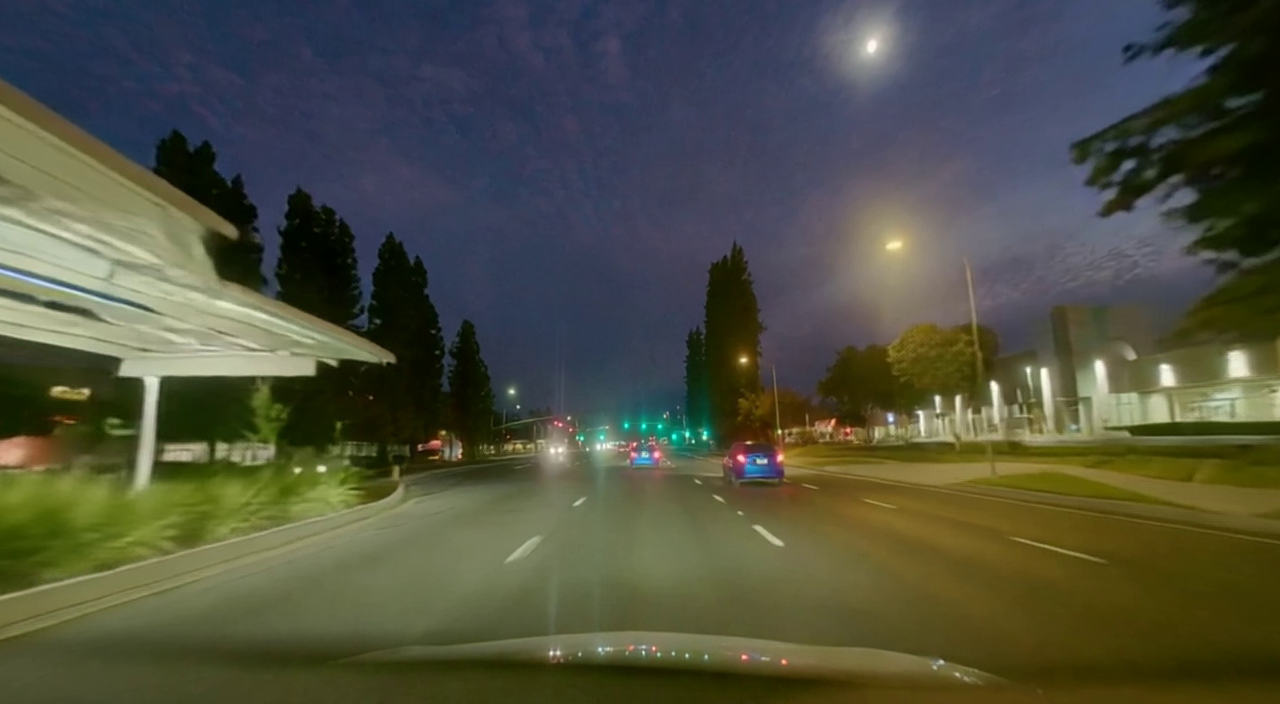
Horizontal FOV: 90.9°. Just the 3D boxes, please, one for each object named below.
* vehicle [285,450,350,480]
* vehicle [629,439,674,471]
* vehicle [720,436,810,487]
[{"bbox_3d":[-21.010,7.342,41.218,1.921,1.728,4.364,-1,-8,0],"label":"vehicle"},{"bbox_3d":[0.548,5.274,32.556,2.144,1.505,4.128,-1,-8,0],"label":"vehicle"},{"bbox_3d":[3.989,3.582,20.970,2.067,1.497,4.327,0,-8,0],"label":"vehicle"}]
